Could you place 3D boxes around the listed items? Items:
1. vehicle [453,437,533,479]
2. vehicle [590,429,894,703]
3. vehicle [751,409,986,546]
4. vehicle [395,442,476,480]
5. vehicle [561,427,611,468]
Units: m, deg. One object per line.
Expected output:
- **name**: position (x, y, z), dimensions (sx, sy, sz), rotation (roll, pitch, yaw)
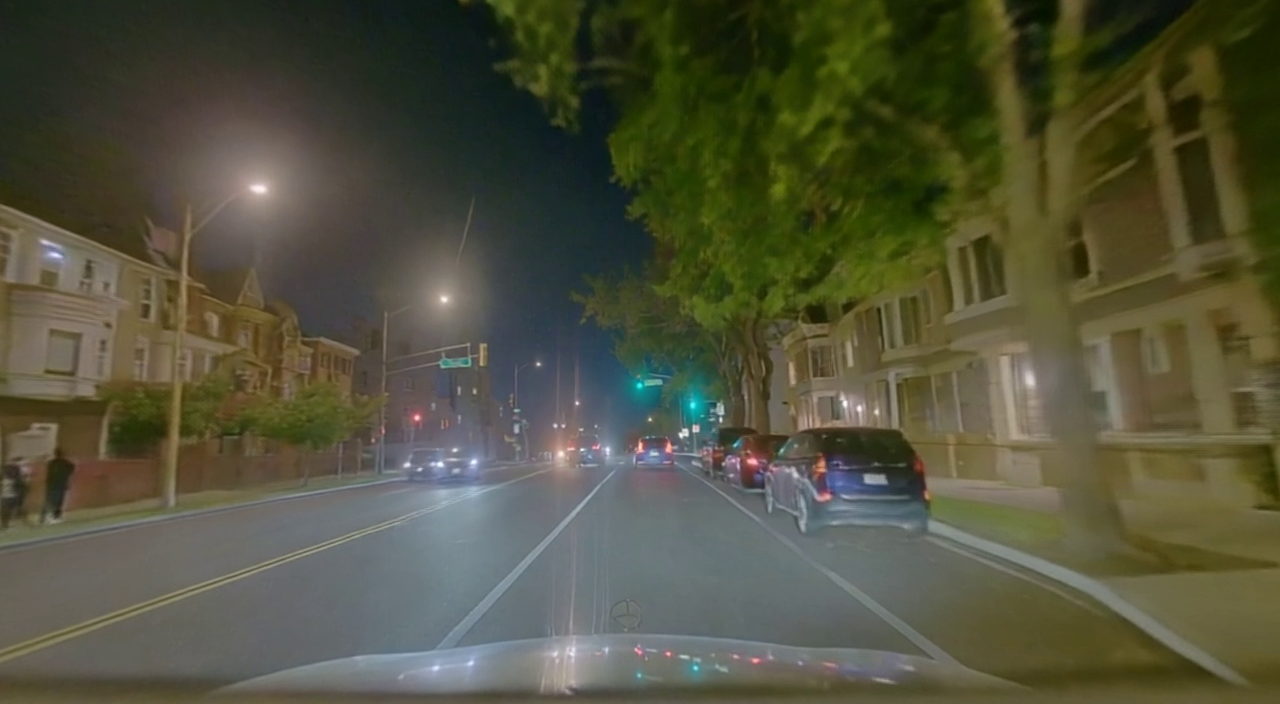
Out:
- **vehicle**: position (-5.784, 4.199, 25.381), dimensions (2.055, 1.521, 4.639), rotation (-1, -8, 1)
- **vehicle**: position (0.442, 1.316, 4.756), dimensions (1.485, 1.385, 3.283), rotation (1, -8, -2)
- **vehicle**: position (3.070, 1.754, 9.515), dimensions (1.905, 1.589, 4.028), rotation (0, -8, -2)
- **vehicle**: position (-8.955, 4.770, 27.947), dimensions (2.059, 1.507, 4.379), rotation (-1, -8, 1)
- **vehicle**: position (-2.550, 4.608, 30.691), dimensions (1.983, 1.841, 4.013), rotation (-1, -8, 1)
